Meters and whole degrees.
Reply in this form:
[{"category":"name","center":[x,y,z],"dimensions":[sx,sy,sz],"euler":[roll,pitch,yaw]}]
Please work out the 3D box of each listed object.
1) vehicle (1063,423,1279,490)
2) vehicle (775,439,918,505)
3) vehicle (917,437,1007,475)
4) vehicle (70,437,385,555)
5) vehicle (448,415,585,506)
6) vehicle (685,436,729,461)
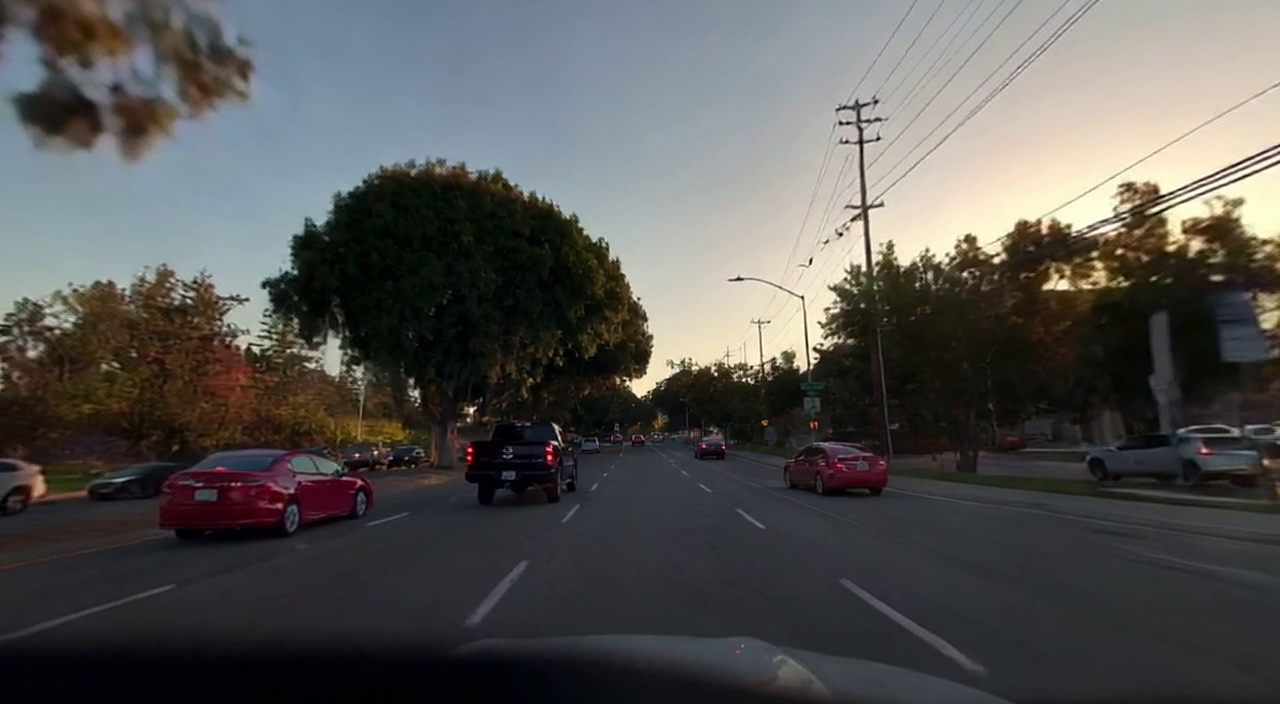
[{"category":"vehicle","center":[18.004,3.483,21.468],"dimensions":[2.267,1.925,5.964],"euler":[2,-9,-13]},{"category":"vehicle","center":[5.052,2.981,16.237],"dimensions":[1.840,1.428,4.602],"euler":[0,-8,-4]},{"category":"vehicle","center":[16.514,5.365,32.775],"dimensions":[2.044,1.812,4.935],"euler":[0,-8,0]},{"category":"vehicle","center":[-6.291,2.215,10.557],"dimensions":[2.035,1.497,4.723],"euler":[0,-8,1]},{"category":"vehicle","center":[-3.012,2.864,17.161],"dimensions":[2.467,1.991,6.089],"euler":[0,-8,1]},{"category":"vehicle","center":[4.057,5.954,39.170],"dimensions":[2.071,1.435,4.226],"euler":[0,-8,-3]}]
